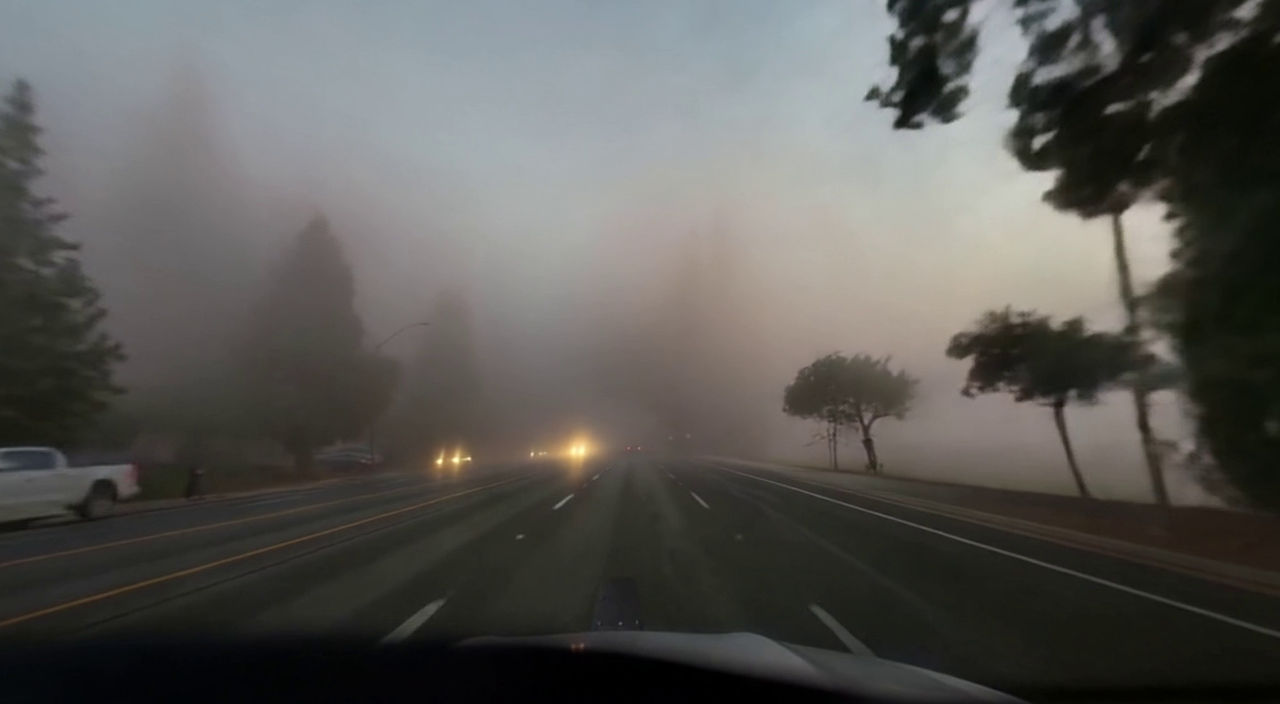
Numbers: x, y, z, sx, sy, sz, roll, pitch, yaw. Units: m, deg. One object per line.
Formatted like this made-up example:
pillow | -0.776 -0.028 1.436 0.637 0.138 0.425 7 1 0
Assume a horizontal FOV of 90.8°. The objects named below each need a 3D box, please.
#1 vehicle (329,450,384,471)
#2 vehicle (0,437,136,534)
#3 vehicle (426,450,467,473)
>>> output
vehicle | -21.584 8.282 48.375 1.916 1.482 4.789 0 -9 1
vehicle | -14.336 2.907 13.694 2.251 1.972 5.672 -3 -8 -1
vehicle | -14.834 8.384 48.629 1.896 1.486 4.285 -4 -8 -2
